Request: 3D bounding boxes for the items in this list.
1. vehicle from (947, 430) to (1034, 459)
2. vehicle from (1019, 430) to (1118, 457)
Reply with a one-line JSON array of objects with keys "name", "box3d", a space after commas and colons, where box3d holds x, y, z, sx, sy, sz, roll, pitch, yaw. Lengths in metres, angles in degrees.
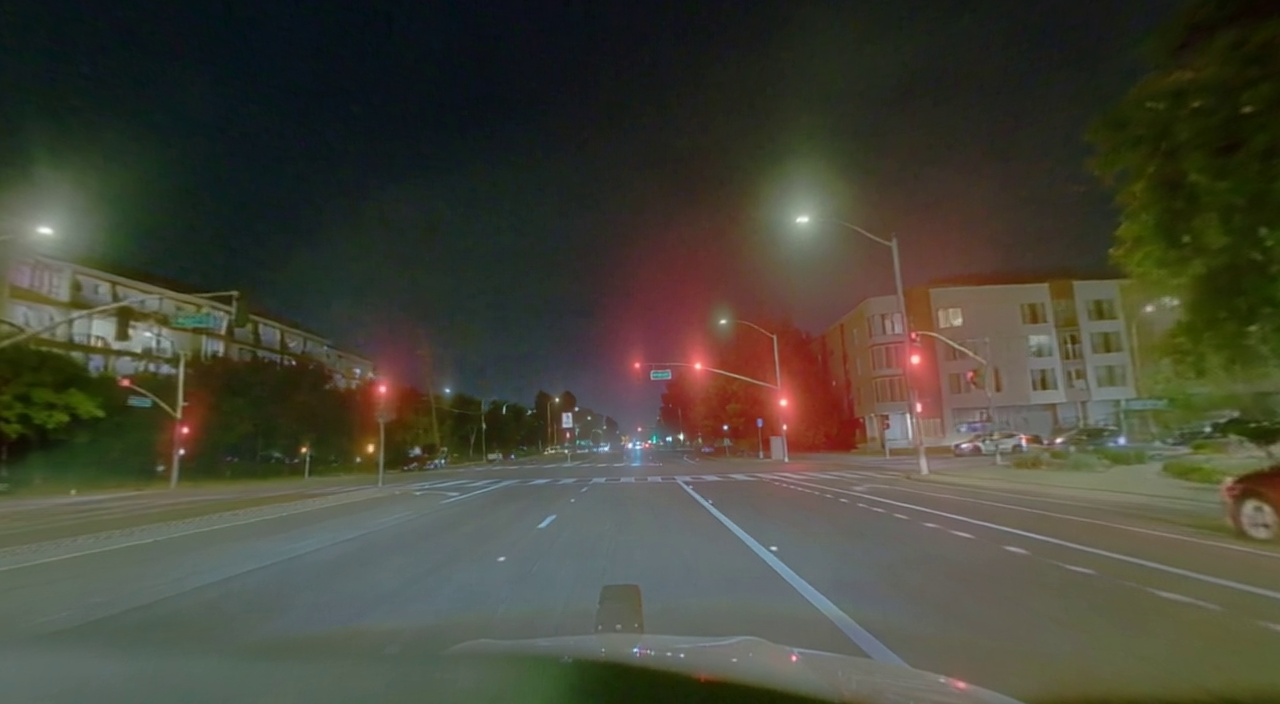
[{"name": "vehicle", "box3d": [22.019, 5.853, 39.787, 4.323, 1.746, 1.872, 0, -9, -3]}, {"name": "vehicle", "box3d": [27.240, 5.843, 40.261, 4.910, 1.644, 2.032, 0, -9, -5]}]
